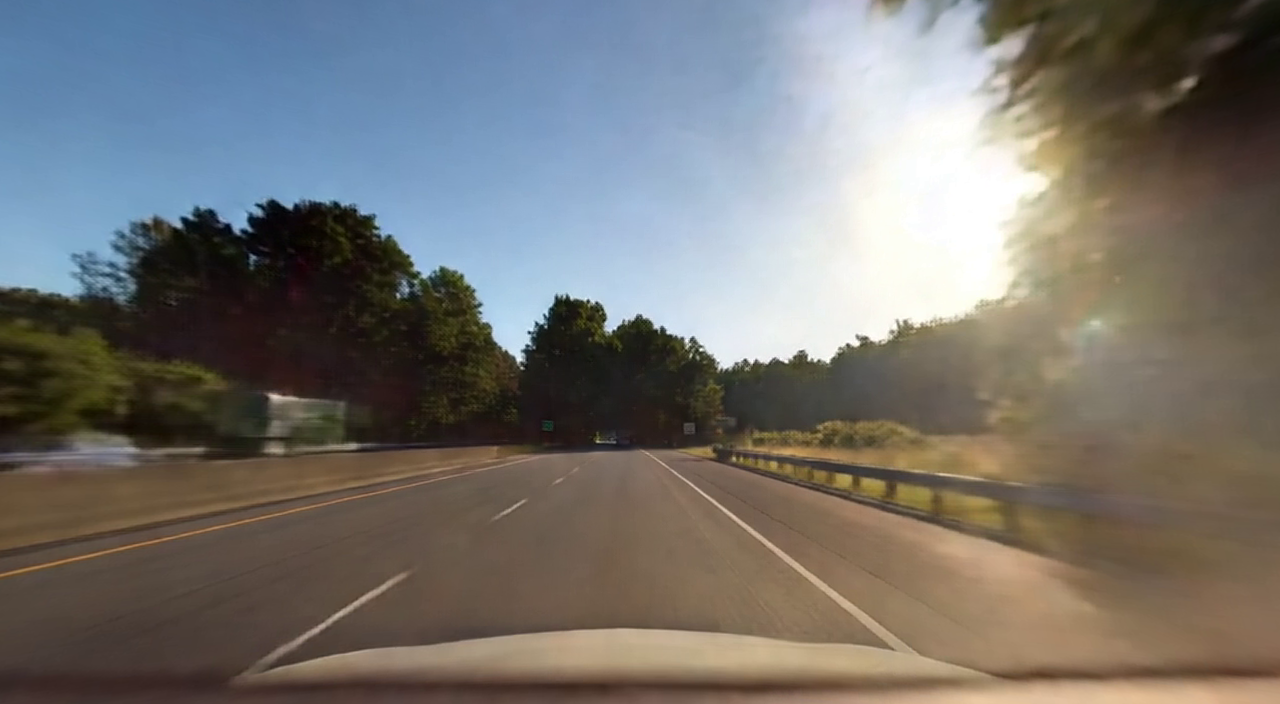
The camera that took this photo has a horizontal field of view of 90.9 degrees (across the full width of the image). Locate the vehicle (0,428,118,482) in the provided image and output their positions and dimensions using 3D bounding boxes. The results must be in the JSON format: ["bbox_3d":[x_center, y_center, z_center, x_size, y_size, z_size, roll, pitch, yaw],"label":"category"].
[{"bbox_3d":[-17.574,2.943,18.352,1.651,1.406,3.654,0,-7,-2],"label":"vehicle"}]

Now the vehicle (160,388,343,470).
[{"bbox_3d":[-13.116,2.714,22.066,2.231,2.431,6.581,0,-8,-1],"label":"vehicle"}]
